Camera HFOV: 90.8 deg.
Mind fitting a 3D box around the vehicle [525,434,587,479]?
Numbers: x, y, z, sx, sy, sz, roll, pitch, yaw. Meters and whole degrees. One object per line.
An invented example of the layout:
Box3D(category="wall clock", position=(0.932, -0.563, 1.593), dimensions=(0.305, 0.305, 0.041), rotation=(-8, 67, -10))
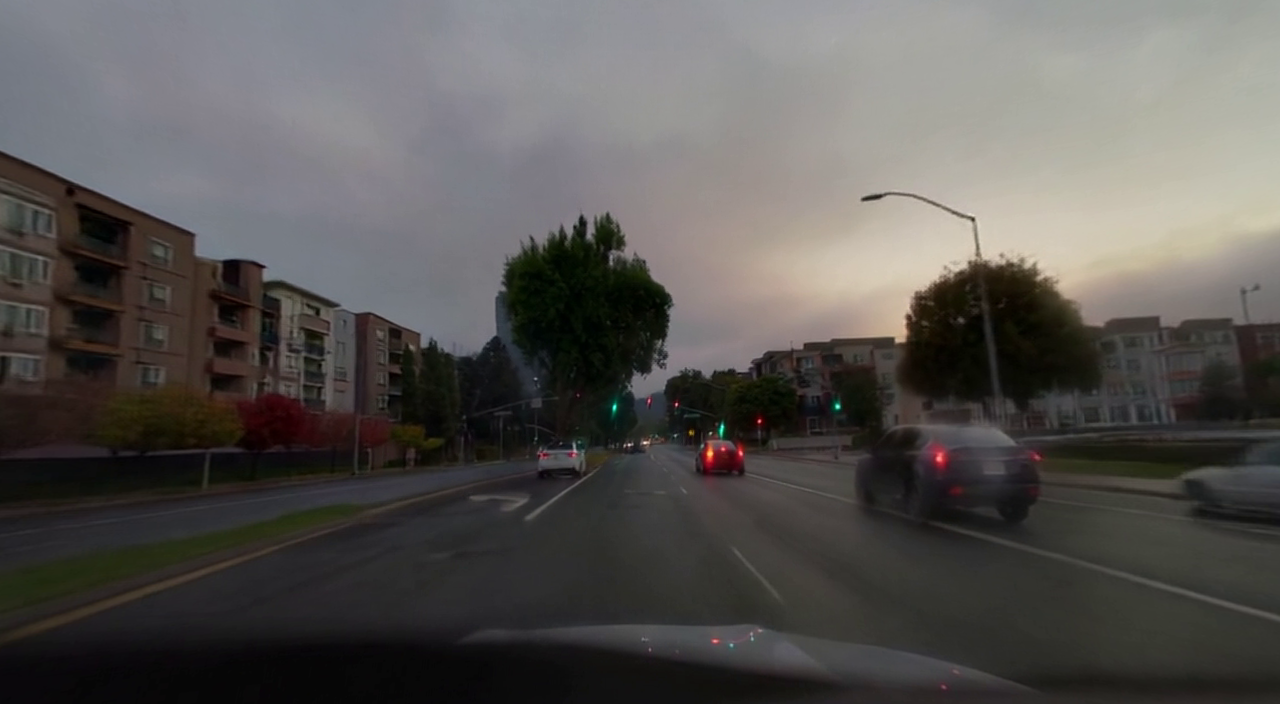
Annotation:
Box3D(category="vehicle", position=(-3.407, 4.355, 26.511), dimensions=(2.065, 1.716, 4.265), rotation=(0, -9, -1))

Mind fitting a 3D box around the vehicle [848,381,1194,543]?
Box3D(category="vehicle", position=(5.740, 1.809, 10.890), dimensions=(2.427, 2.017, 5.763), rotation=(0, -8, 1))

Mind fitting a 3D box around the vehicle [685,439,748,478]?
Box3D(category="vehicle", position=(3.084, 4.413, 26.392), dimensions=(2.003, 1.480, 4.494), rotation=(0, -9, -1))

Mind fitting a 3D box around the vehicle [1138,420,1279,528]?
Box3D(category="vehicle", position=(10.277, 1.838, 9.651), dimensions=(1.905, 1.545, 4.227), rotation=(-1, -9, 1))
